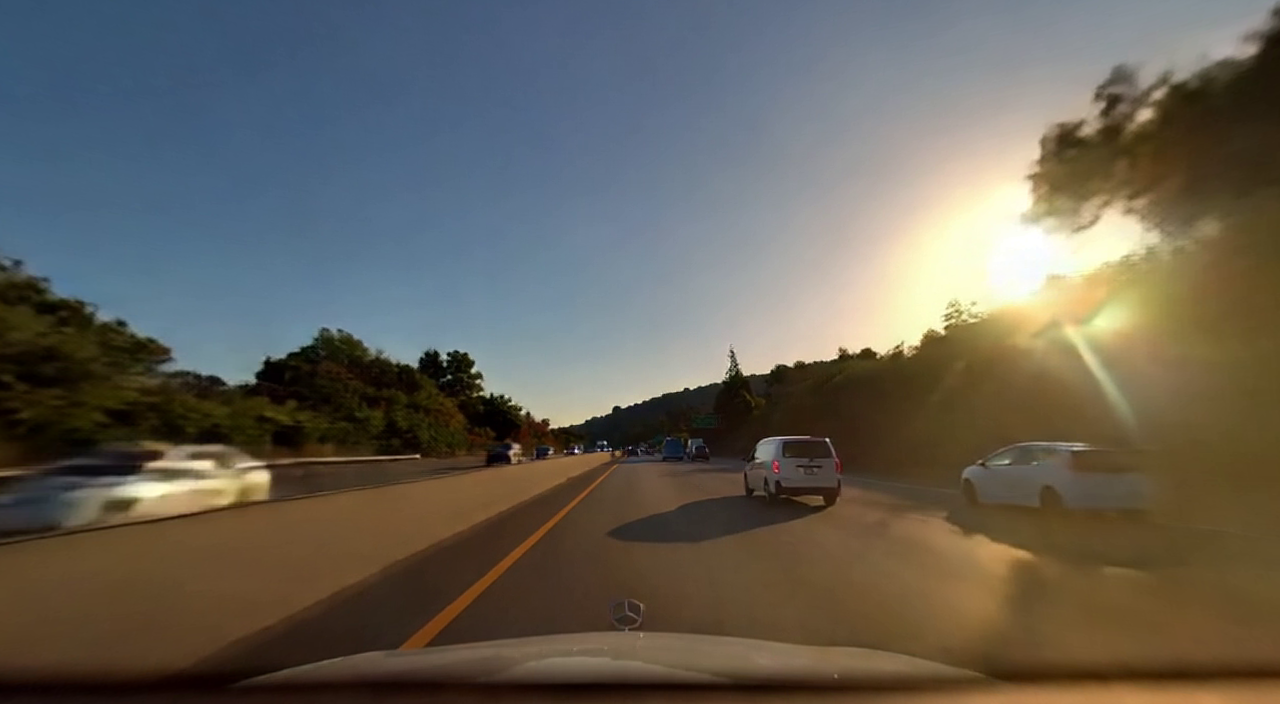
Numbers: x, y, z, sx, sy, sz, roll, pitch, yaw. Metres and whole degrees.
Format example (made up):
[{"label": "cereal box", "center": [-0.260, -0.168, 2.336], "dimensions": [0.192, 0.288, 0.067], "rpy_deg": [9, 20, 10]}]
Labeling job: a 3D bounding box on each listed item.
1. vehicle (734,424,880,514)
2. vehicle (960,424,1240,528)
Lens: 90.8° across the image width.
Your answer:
[{"label": "vehicle", "center": [3.664, 2.685, 14.886], "dimensions": [2.070, 1.751, 4.576], "rpy_deg": [0, -9, -1]}, {"label": "vehicle", "center": [8.527, 2.337, 12.406], "dimensions": [2.018, 1.636, 4.510], "rpy_deg": [0, -9, -1]}]
